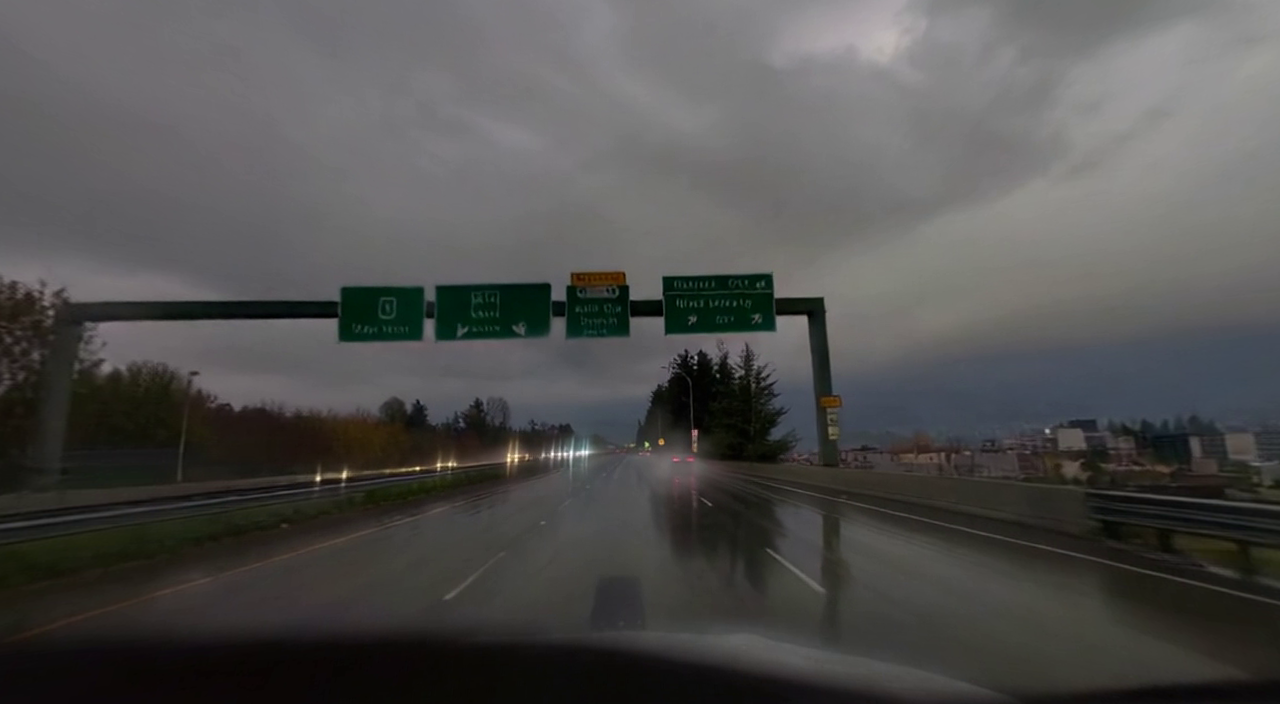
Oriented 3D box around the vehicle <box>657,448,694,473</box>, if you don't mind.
[{"bbox_3d":[2.169,6.724,39.235,2.036,1.457,3.471,0,-9,-1],"label":"vehicle"}]
